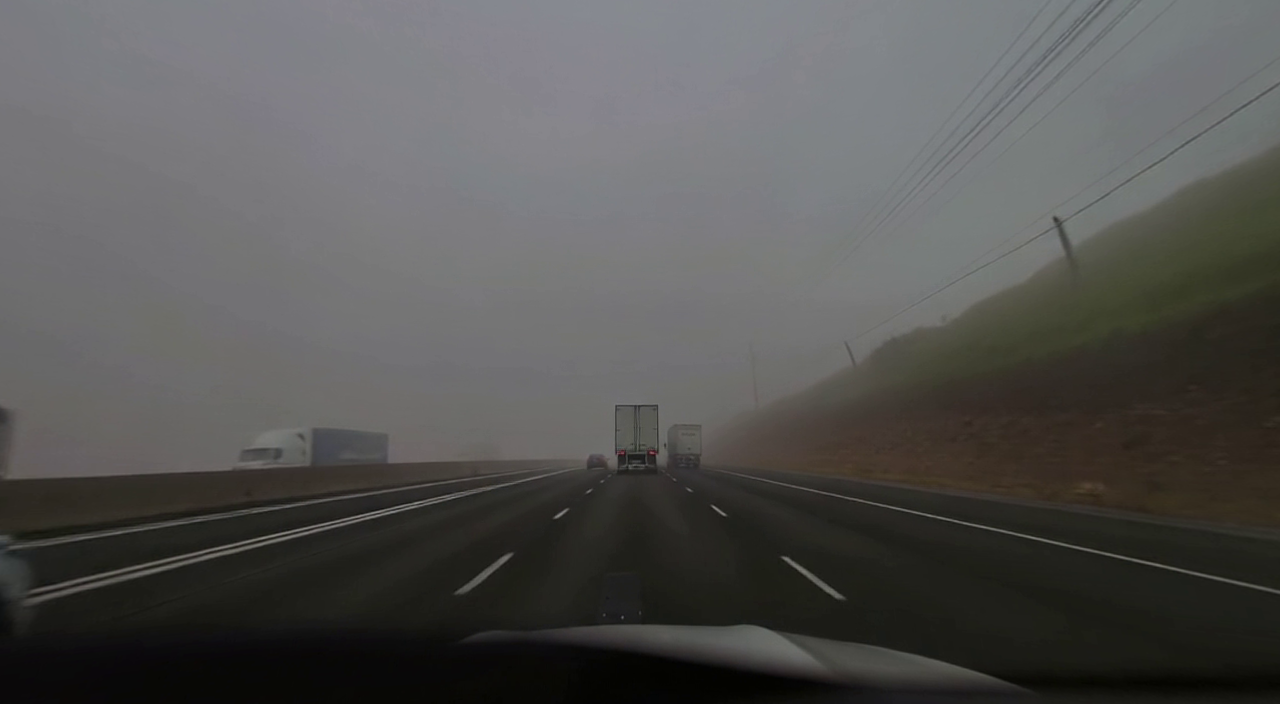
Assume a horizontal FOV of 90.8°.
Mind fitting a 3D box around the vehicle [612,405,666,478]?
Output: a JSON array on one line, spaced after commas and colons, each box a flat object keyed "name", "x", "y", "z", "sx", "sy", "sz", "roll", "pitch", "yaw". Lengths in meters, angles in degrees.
[{"name": "vehicle", "x": -0.073, "y": 5.786, "z": 40.455, "sx": 2.985, "sy": 4.025, "sz": 10.982, "roll": 0, "pitch": -9, "yaw": 0}]

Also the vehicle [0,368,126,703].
[{"name": "vehicle", "x": -3.851, "y": 0.681, "z": 1.240, "sx": 2.050, "sy": 1.679, "sz": 4.253, "roll": 0, "pitch": -9, "yaw": 0}]
